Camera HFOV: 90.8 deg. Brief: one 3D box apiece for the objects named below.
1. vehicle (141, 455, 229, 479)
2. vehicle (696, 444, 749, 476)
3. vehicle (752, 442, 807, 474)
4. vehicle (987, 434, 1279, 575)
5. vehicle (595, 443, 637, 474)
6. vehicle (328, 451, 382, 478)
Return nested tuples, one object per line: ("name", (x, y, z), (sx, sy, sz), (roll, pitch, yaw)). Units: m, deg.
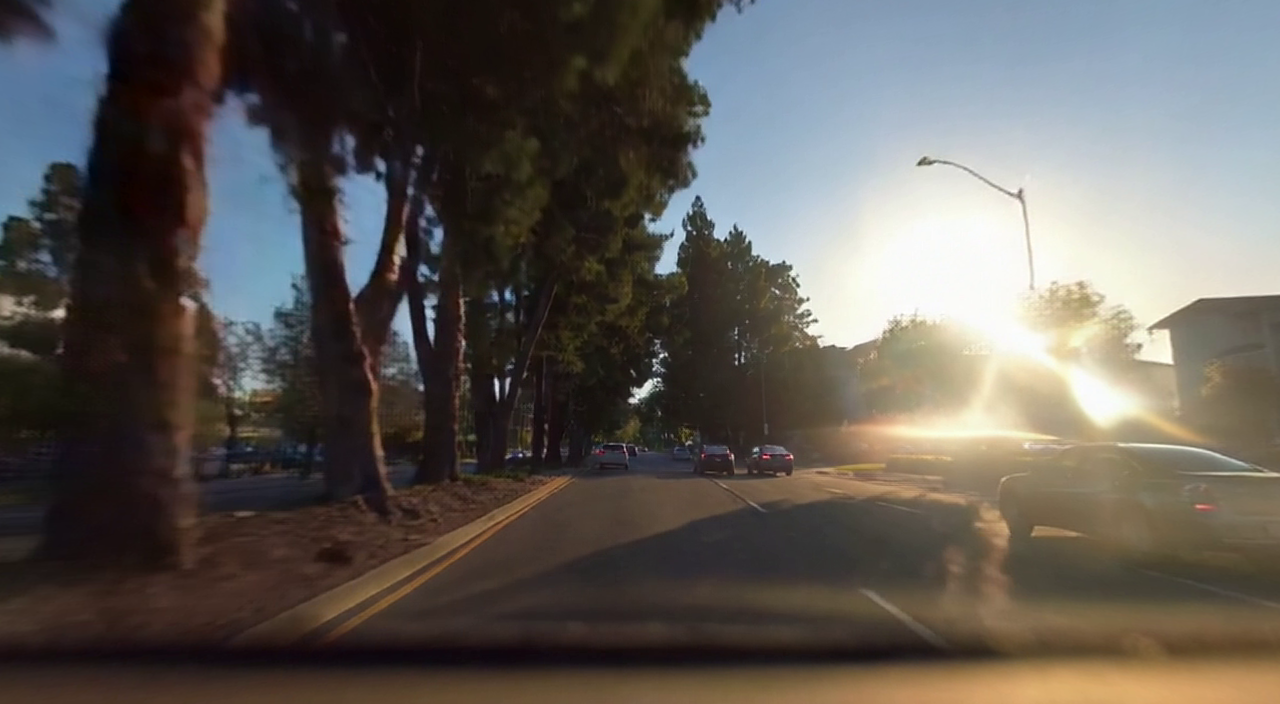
("vehicle", (-29.522, 7.447, 41.059), (4.320, 1.459, 1.860), (0, -8, 3))
("vehicle", (3.952, 5.230, 30.918), (2.020, 1.472, 3.958), (0, -8, -1))
("vehicle", (7.669, 5.850, 35.159), (1.945, 1.687, 4.292), (0, -8, -2))
("vehicle", (7.335, 1.993, 9.220), (1.888, 1.508, 4.646), (0, -8, 0))
("vehicle", (-1.254, 5.510, 32.900), (2.077, 1.477, 3.897), (0, -8, -2))
("vehicle", (-20.065, 7.903, 44.722), (2.013, 1.655, 4.604), (-2, -8, -4))
